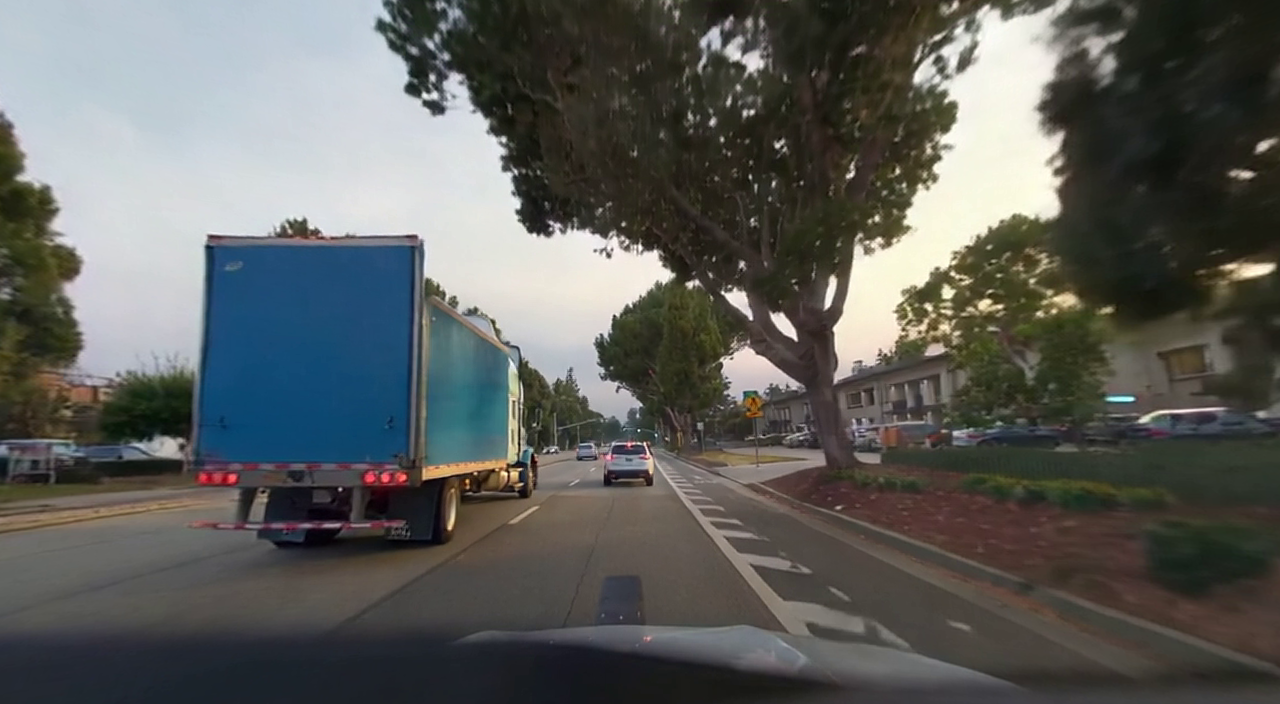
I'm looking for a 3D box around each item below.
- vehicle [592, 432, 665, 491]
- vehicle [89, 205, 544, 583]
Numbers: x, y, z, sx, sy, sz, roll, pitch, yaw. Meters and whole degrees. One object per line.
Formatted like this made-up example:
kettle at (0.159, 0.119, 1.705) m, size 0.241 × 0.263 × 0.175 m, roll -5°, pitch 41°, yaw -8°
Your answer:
vehicle at (-0.363, 3.440, 20.115) m, size 2.094 × 1.682 × 3.866 m, roll 0°, pitch -9°, yaw -1°
vehicle at (-4.022, 1.123, 11.689) m, size 2.996 × 3.902 × 10.410 m, roll 0°, pitch -9°, yaw -1°
